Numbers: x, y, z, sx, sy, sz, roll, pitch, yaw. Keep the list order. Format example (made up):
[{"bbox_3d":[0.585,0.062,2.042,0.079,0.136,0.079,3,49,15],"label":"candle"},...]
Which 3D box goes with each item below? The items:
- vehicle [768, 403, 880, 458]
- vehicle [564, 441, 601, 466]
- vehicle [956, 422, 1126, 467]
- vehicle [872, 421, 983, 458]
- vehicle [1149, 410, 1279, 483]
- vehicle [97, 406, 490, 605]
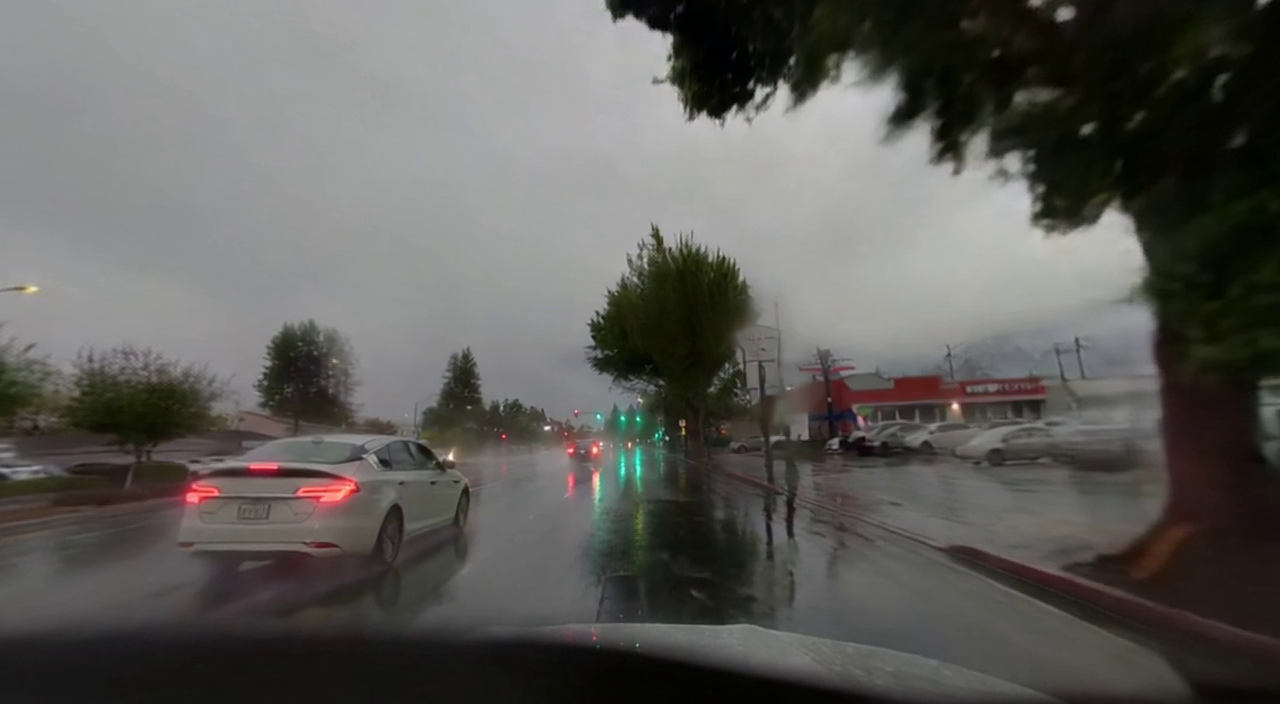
[{"bbox_3d":[12.274,5.301,42.570,6.427,3.417,2.845,-2,-8,-2],"label":"vehicle"},{"bbox_3d":[-3.526,6.318,39.360,1.955,1.461,4.396,0,-9,-1],"label":"vehicle"},{"bbox_3d":[13.452,3.136,21.388,4.470,1.427,1.872,0,-9,-2],"label":"vehicle"},{"bbox_3d":[13.327,4.099,29.482,4.165,1.650,1.946,0,-9,-2],"label":"vehicle"},{"bbox_3d":[13.603,1.989,13.376,4.161,1.410,1.744,0,-9,-3],"label":"vehicle"},{"bbox_3d":[-3.466,1.636,7.662,2.126,1.655,4.560,0,-9,1],"label":"vehicle"}]
